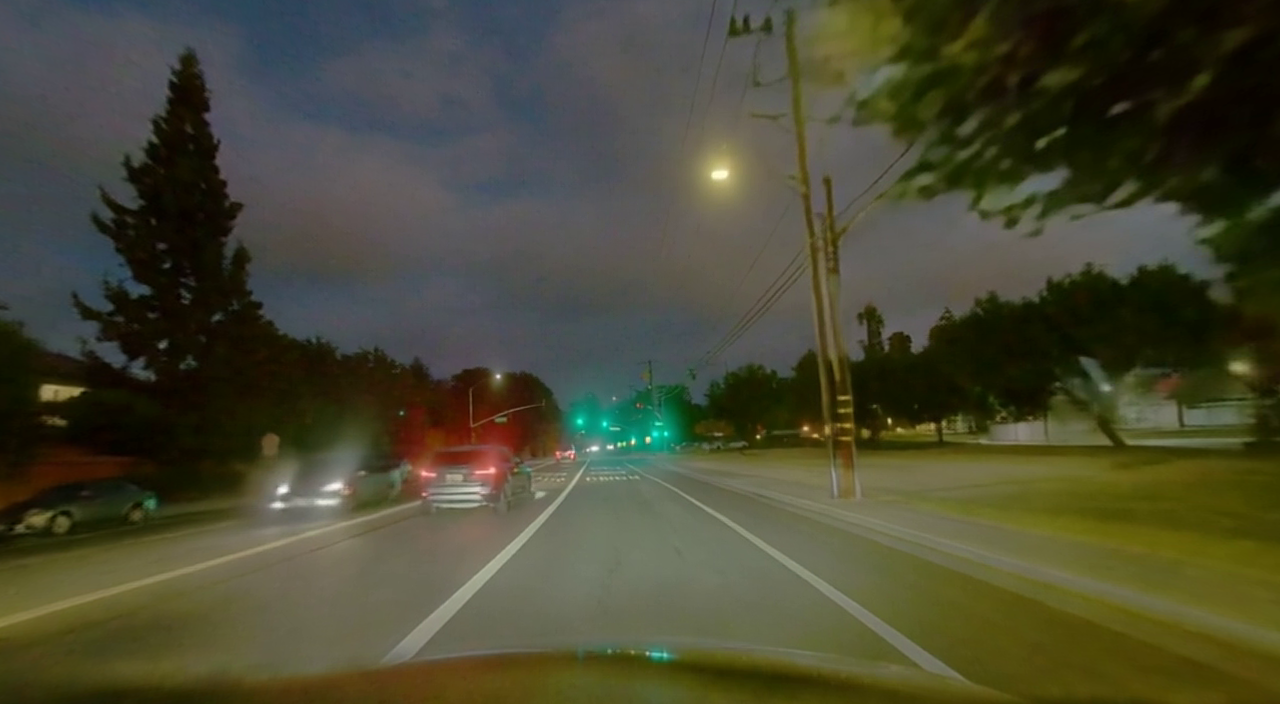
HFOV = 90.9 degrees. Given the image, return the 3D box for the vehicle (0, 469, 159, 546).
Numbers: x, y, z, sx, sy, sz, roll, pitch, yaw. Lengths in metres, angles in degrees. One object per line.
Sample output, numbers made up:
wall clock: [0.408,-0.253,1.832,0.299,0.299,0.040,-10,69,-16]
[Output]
vehicle: [-14.739,3.869,15.938,1.845,1.428,4.597,-5,-7,-4]

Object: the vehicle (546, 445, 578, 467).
vehicle: [-5.894,7.898,48.152,2.060,1.530,4.121,1,-8,-3]

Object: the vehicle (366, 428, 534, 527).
vehicle: [-3.687,2.515,13.324,2.084,1.701,4.734,0,-8,0]

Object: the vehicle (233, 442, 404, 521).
vehicle: [-7.771,3.122,15.858,2.087,1.689,4.373,0,-8,-2]
